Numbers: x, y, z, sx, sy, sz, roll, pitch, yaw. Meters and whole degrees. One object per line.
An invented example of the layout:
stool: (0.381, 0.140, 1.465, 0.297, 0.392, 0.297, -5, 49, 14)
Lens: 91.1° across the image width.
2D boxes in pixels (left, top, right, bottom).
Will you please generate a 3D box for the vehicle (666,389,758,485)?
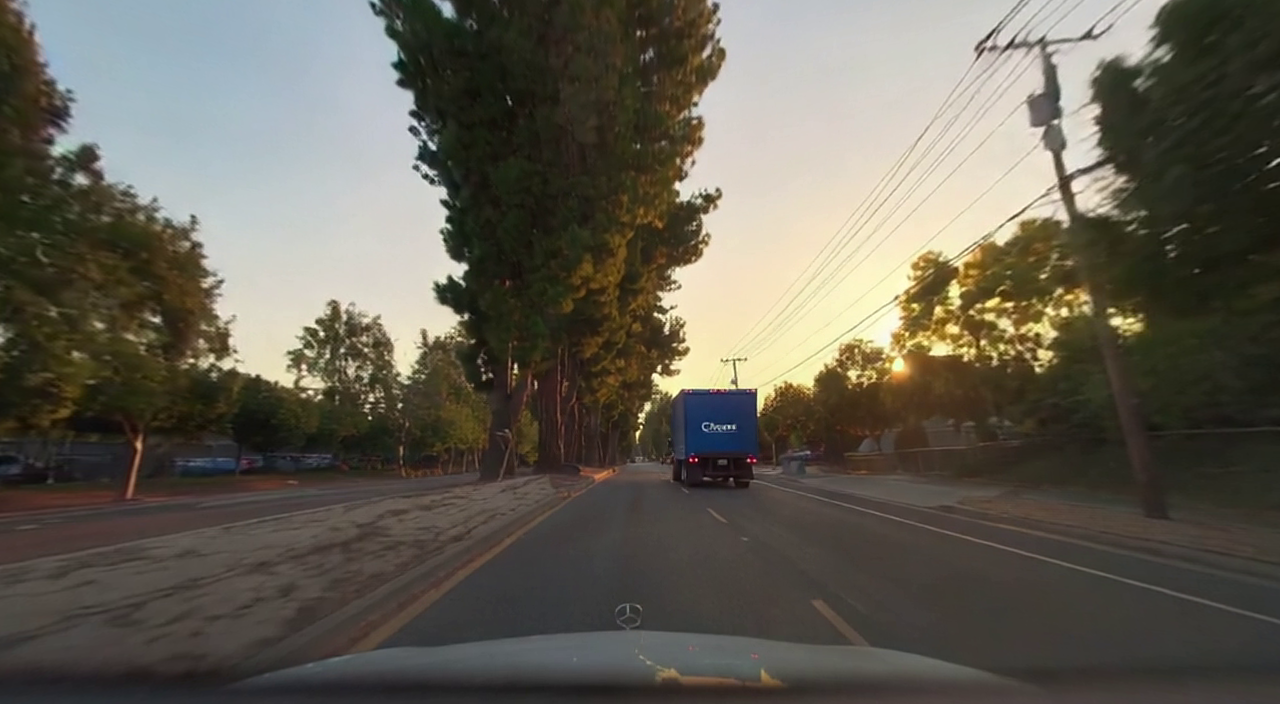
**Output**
vehicle: (3.055, 4.097, 29.853, 2.973, 3.848, 9.336, 0, -9, -2)
